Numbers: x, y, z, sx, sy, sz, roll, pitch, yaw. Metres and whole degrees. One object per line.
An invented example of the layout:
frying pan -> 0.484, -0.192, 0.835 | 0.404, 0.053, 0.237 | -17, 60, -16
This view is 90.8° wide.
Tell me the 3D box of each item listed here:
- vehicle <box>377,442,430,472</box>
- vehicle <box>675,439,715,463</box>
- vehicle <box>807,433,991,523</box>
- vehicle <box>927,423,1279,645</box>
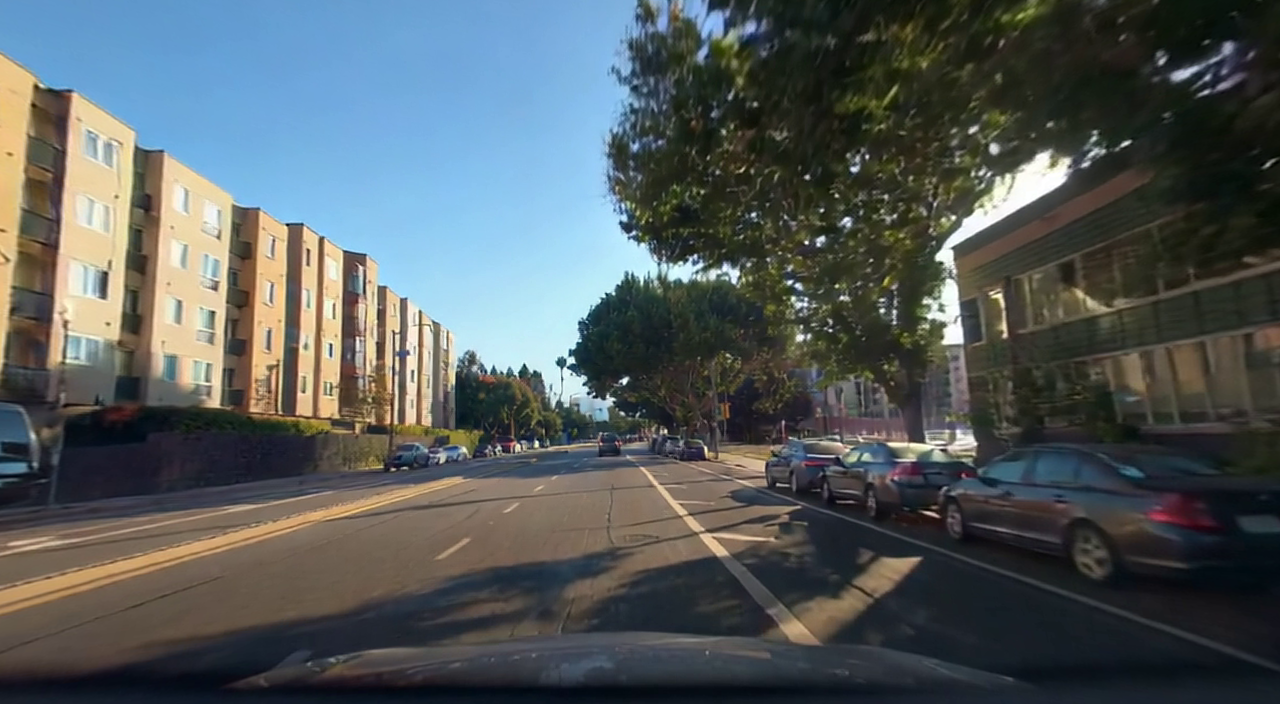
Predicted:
vehicle -> -14.400, 6.367, 38.705 | 1.908, 1.694, 4.306 | 1, -8, -5
vehicle -> 3.546, 6.483, 41.657 | 2.085, 1.466, 4.276 | 0, -8, -3
vehicle -> 4.866, 2.390, 12.616 | 1.797, 1.486, 4.154 | 0, -8, -2
vehicle -> 5.122, 1.574, 6.674 | 2.049, 1.507, 4.585 | 0, -8, 0
